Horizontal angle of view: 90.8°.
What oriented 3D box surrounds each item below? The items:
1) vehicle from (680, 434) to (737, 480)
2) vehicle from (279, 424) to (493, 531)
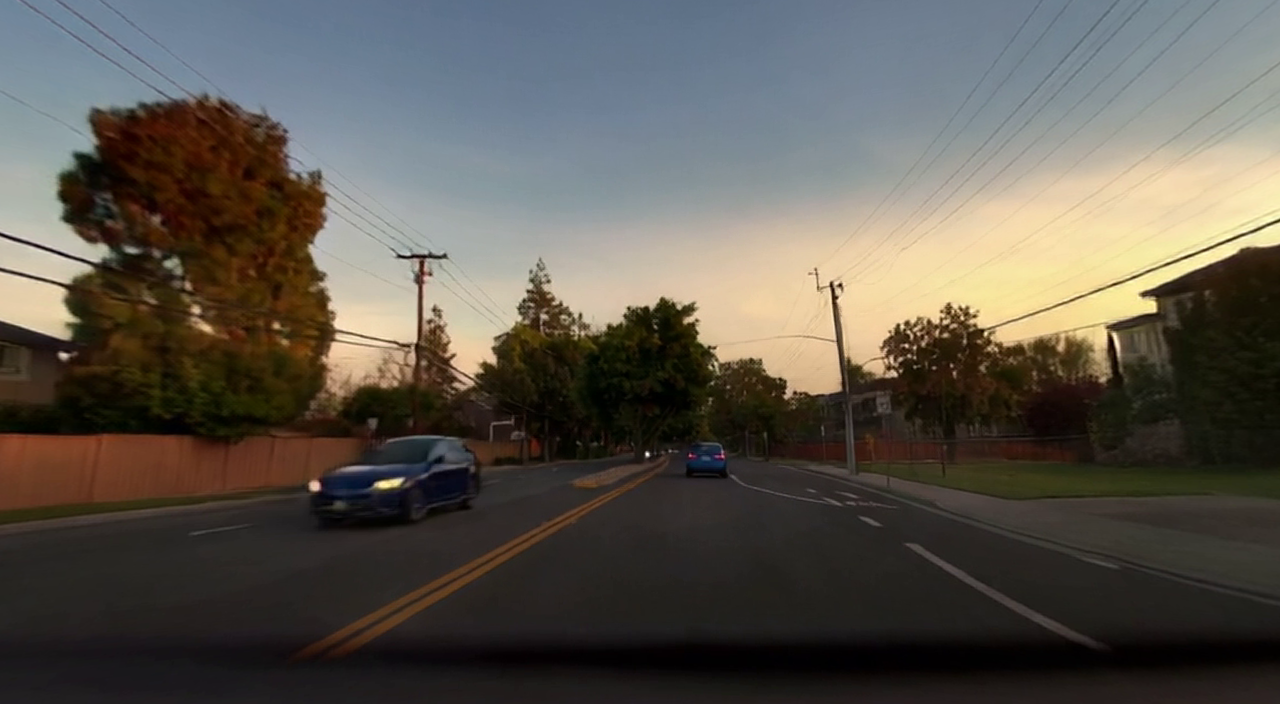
[{"bbox_3d":[2.730,4.235,25.728,2.139,1.699,3.916,-1,-8,5],"label":"vehicle"},{"bbox_3d":[-4.539,2.305,12.220,2.226,1.664,4.342,0,-8,1],"label":"vehicle"}]
